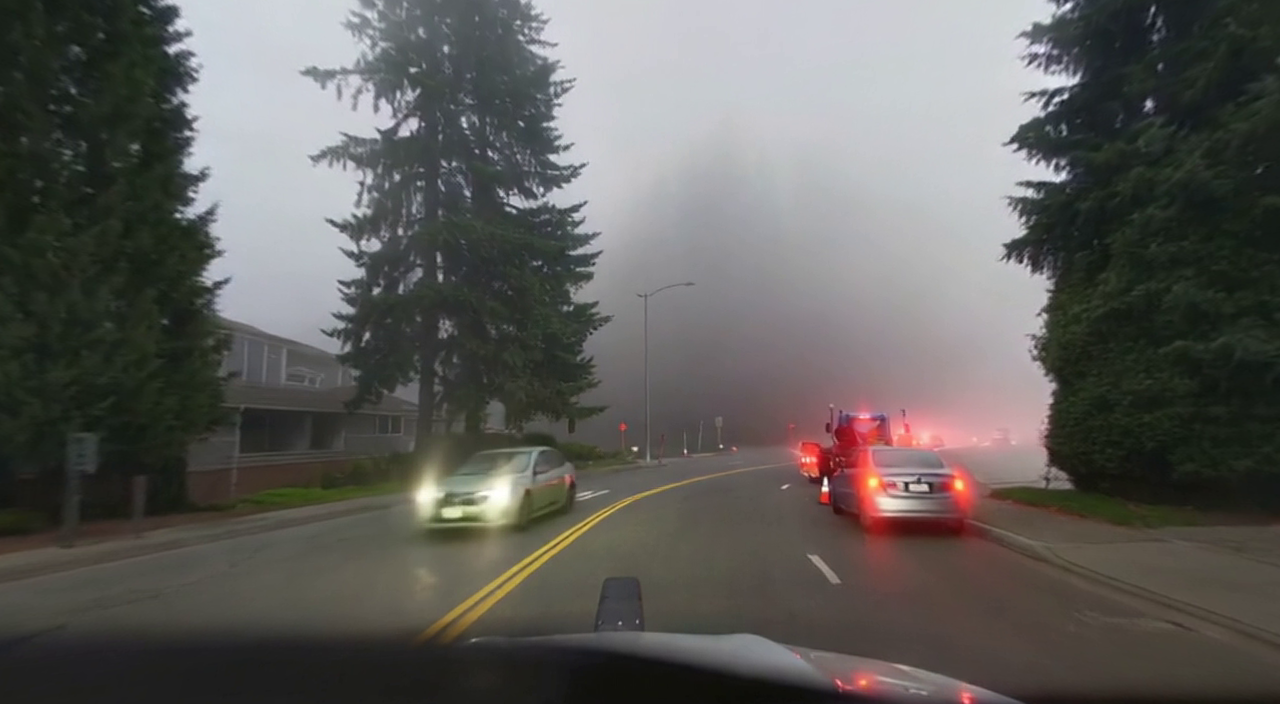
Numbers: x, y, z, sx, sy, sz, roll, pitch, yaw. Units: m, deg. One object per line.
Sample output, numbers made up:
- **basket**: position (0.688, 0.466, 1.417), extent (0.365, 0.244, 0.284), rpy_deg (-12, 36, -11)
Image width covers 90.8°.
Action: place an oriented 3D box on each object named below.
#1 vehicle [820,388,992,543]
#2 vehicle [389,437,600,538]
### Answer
- **vehicle**: position (4.345, 1.863, 10.903), extent (1.913, 2.241, 3.024), rpy_deg (-2, -7, 8)
- **vehicle**: position (-2.323, 2.296, 11.548), extent (1.933, 1.428, 4.449), rpy_deg (-2, -8, 14)
